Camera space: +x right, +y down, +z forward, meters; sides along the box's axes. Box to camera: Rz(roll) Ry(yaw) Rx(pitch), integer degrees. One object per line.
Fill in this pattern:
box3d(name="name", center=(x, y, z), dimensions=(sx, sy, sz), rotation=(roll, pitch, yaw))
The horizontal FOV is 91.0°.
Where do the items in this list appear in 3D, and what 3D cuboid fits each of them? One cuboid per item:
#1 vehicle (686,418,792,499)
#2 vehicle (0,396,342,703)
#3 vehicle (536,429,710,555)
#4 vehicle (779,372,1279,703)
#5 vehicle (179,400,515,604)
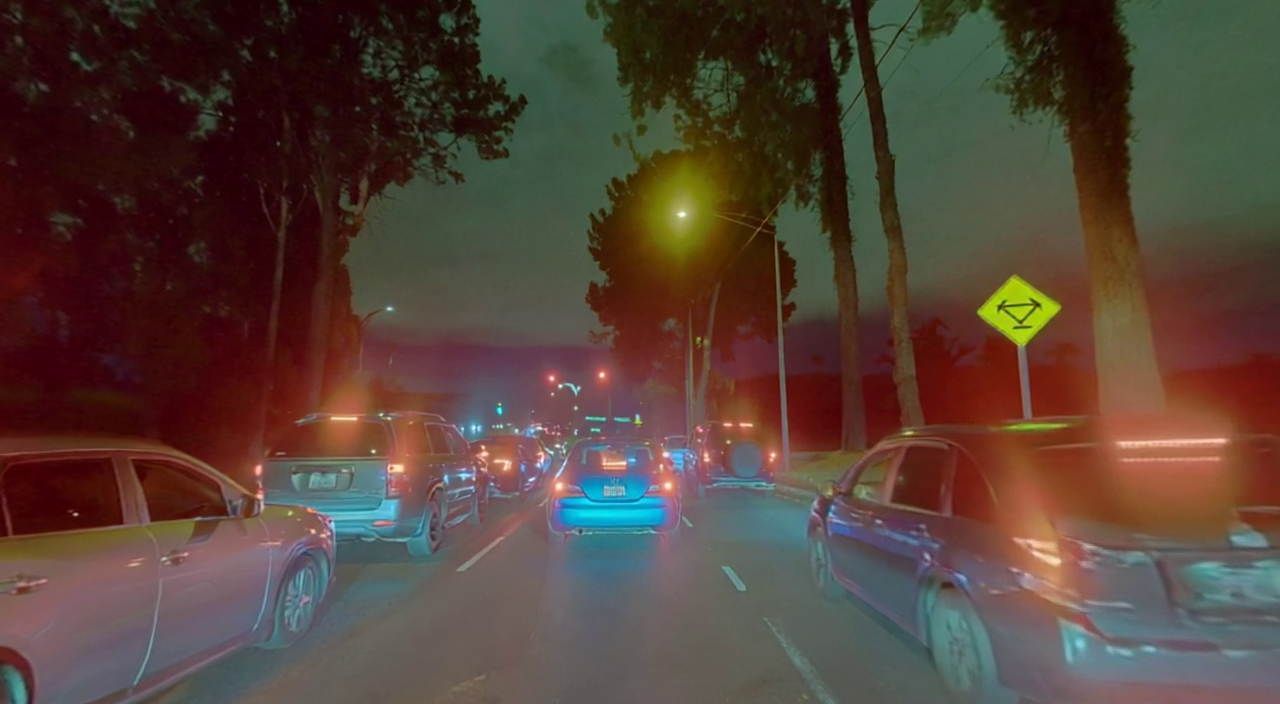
box3d(name="vehicle", center=(2.453, 2.809, 16.879), dimensions=(2.059, 1.864, 4.541), rotation=(0, -8, -1))
box3d(name="vehicle", center=(-2.925, 0.843, 1.619), dimensions=(1.974, 1.484, 4.716), rotation=(0, -8, 0))
box3d(name="vehicle", center=(-0.252, 1.925, 9.340), dimensions=(2.025, 1.453, 3.848), rotation=(0, -8, -2))
box3d(name="vehicle", center=(2.522, 1.146, 4.171), dimensions=(2.116, 1.497, 4.652), rotation=(0, -8, 0))
box3d(name="vehicle", center=(-2.897, 1.574, 7.454), dimensions=(1.964, 1.712, 4.097), rotation=(0, -8, 0))
